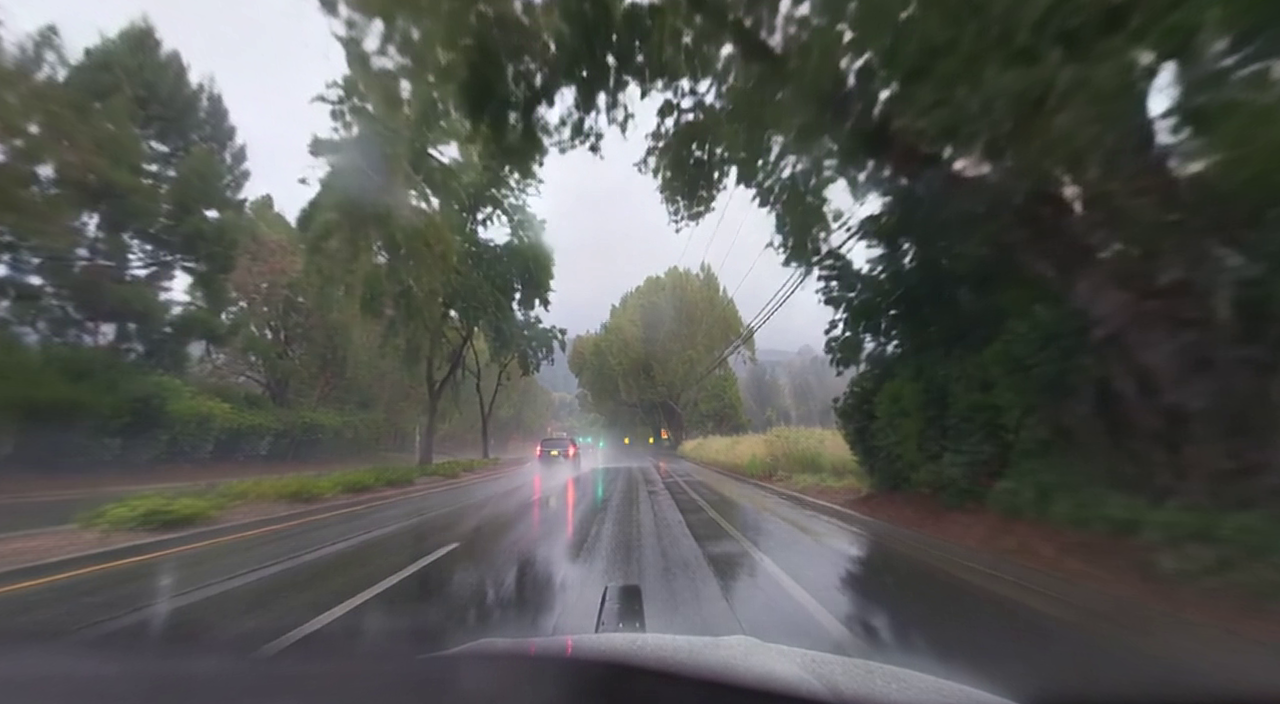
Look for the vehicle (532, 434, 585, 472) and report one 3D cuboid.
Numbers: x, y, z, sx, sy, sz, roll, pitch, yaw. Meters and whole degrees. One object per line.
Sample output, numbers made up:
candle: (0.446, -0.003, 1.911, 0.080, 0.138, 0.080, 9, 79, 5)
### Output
vehicle: (-4.334, 5.441, 34.291, 2.246, 1.885, 5.275, 0, -8, -1)
